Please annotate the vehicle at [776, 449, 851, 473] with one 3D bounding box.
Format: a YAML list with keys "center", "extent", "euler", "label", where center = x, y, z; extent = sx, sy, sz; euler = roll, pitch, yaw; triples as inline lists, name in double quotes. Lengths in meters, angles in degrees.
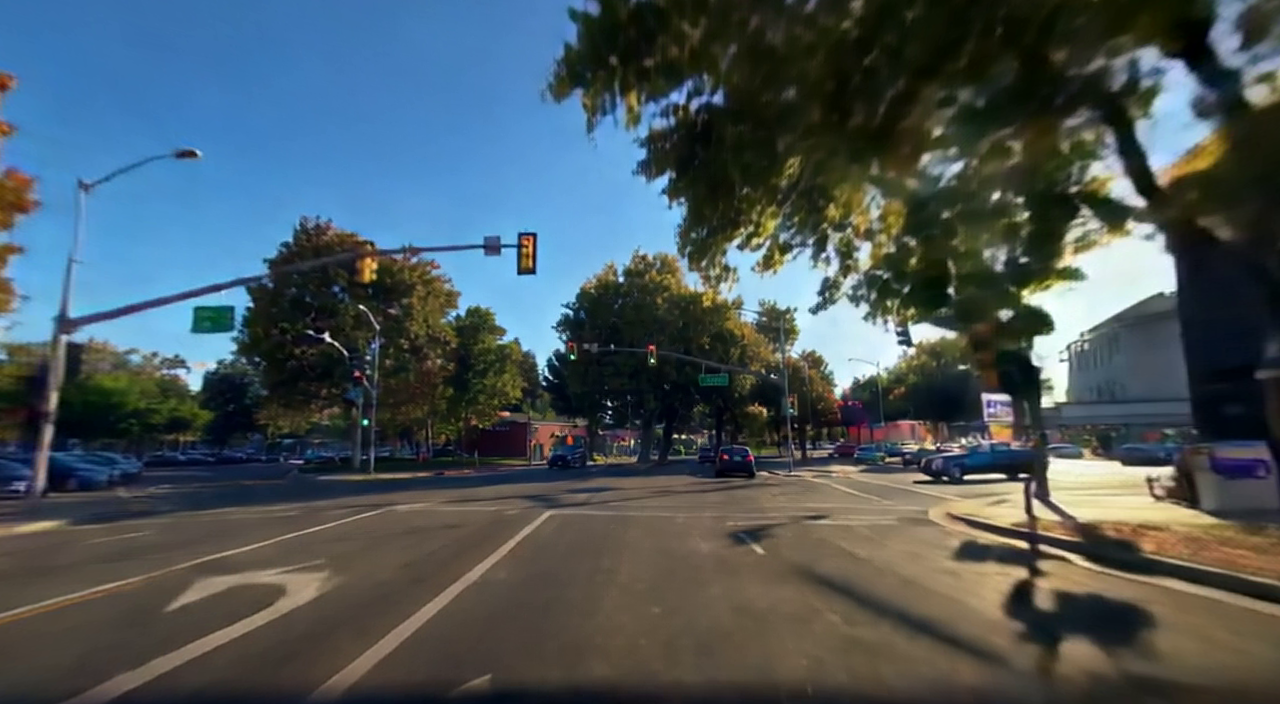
- center: [11.411, 7.186, 41.648]
  extent: [1.938, 1.466, 4.434]
  euler: [7, -11, -37]
  label: "vehicle"

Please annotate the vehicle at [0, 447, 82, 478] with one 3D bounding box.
- center: [-37.769, 6.773, 38.693]
  extent: [2.194, 1.754, 5.433]
  euler: [-1, -9, -4]
  label: "vehicle"

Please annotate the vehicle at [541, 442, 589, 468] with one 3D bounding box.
- center: [-5.249, 7.269, 44.599]
  extent: [2.309, 1.702, 4.323]
  euler: [-1, -9, 8]
  label: "vehicle"

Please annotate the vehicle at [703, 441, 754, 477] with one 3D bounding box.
- center: [4.460, 5.456, 32.457]
  extent: [2.311, 1.715, 4.287]
  euler: [-1, -9, 4]
  label: "vehicle"

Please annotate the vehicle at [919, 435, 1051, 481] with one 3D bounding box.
- center: [15.712, 4.848, 28.928]
  extent: [4.713, 1.969, 2.201]
  euler: [0, -9, -1]
  label: "vehicle"

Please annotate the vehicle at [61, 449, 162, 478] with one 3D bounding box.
- center: [-32.251, 6.770, 38.673]
  extent: [1.967, 1.632, 4.962]
  euler: [0, -9, -1]
  label: "vehicle"
